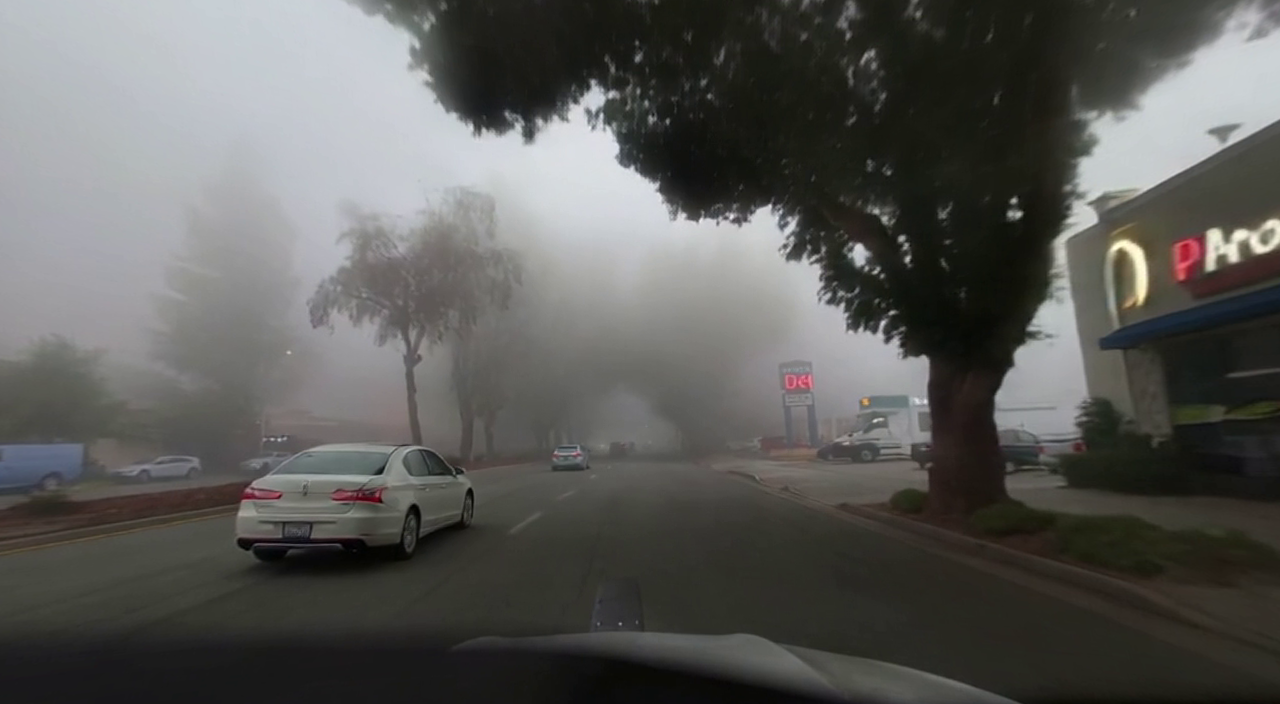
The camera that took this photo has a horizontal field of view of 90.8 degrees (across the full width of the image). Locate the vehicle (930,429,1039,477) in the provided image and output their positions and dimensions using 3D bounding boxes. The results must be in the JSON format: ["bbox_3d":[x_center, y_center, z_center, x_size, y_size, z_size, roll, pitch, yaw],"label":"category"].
[{"bbox_3d":[12.368,3.583,22.541,2.090,1.501,4.732,-8,-12,43],"label":"vehicle"}]

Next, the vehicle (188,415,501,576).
[{"bbox_3d":[-3.577,1.839,8.898,2.126,1.655,4.560,0,-9,1],"label":"vehicle"}]

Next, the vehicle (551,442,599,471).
[{"bbox_3d":[-3.390,5.557,33.761,1.955,1.461,4.396,0,-9,1],"label":"vehicle"}]

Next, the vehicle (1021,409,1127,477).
[{"bbox_3d":[14.825,3.103,21.485,2.031,2.064,4.681,-9,-12,44],"label":"vehicle"}]

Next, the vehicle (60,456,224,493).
[{"bbox_3d":[-25.326,6.260,32.723,2.650,1.471,7.080,-3,-9,2],"label":"vehicle"}]

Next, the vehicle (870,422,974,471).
[{"bbox_3d":[11.911,3.967,26.486,5.297,1.843,2.097,8,-12,-44],"label":"vehicle"}]

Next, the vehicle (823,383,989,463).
[{"bbox_3d":[15.570,4.262,37.509,8.300,4.310,2.832,-2,-9,1],"label":"vehicle"}]

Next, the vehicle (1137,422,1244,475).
[{"bbox_3d":[18.763,3.264,21.474,4.374,1.588,2.068,8,-11,-41],"label":"vehicle"}]

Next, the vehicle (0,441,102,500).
[{"bbox_3d":[-25.484,4.761,25.219,2.214,2.238,6.591,-4,-9,1],"label":"vehicle"}]
